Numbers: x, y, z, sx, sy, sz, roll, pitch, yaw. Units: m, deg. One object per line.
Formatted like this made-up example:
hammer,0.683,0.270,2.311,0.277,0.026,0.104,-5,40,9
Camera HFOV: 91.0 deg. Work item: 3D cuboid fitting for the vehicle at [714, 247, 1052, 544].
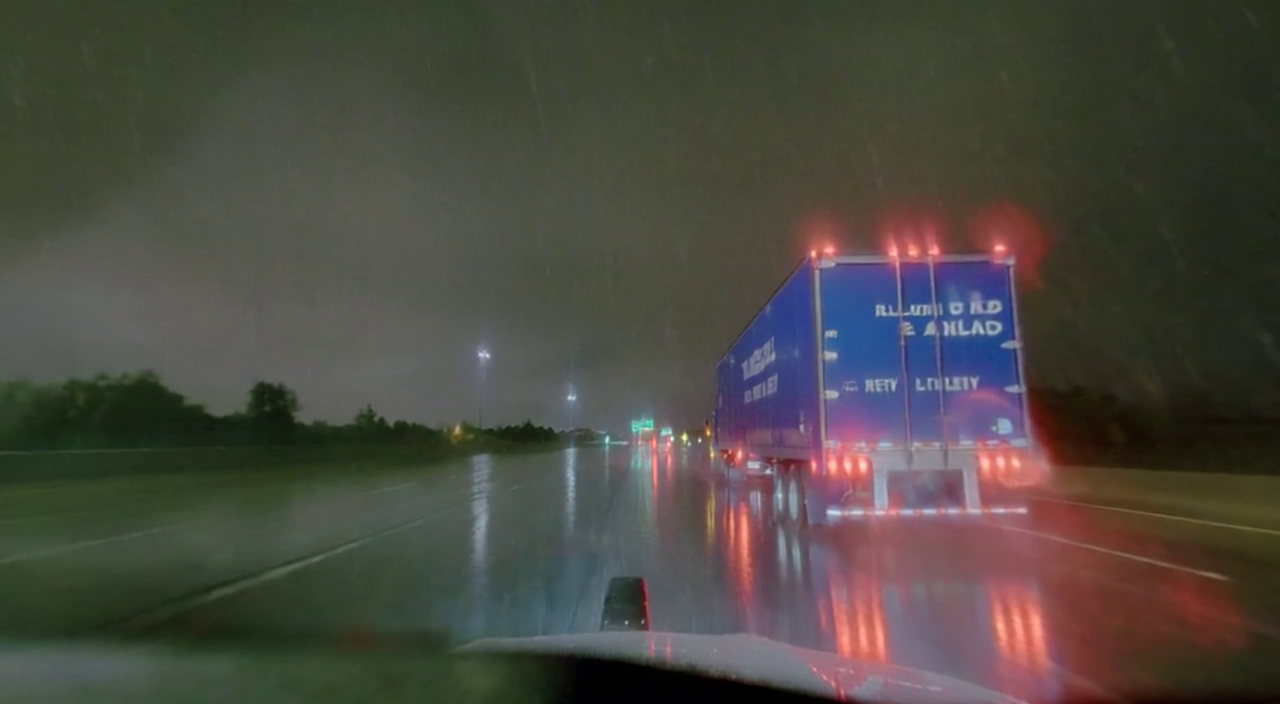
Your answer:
vehicle,4.095,1.541,15.676,3.006,4.093,14.142,0,-8,1
